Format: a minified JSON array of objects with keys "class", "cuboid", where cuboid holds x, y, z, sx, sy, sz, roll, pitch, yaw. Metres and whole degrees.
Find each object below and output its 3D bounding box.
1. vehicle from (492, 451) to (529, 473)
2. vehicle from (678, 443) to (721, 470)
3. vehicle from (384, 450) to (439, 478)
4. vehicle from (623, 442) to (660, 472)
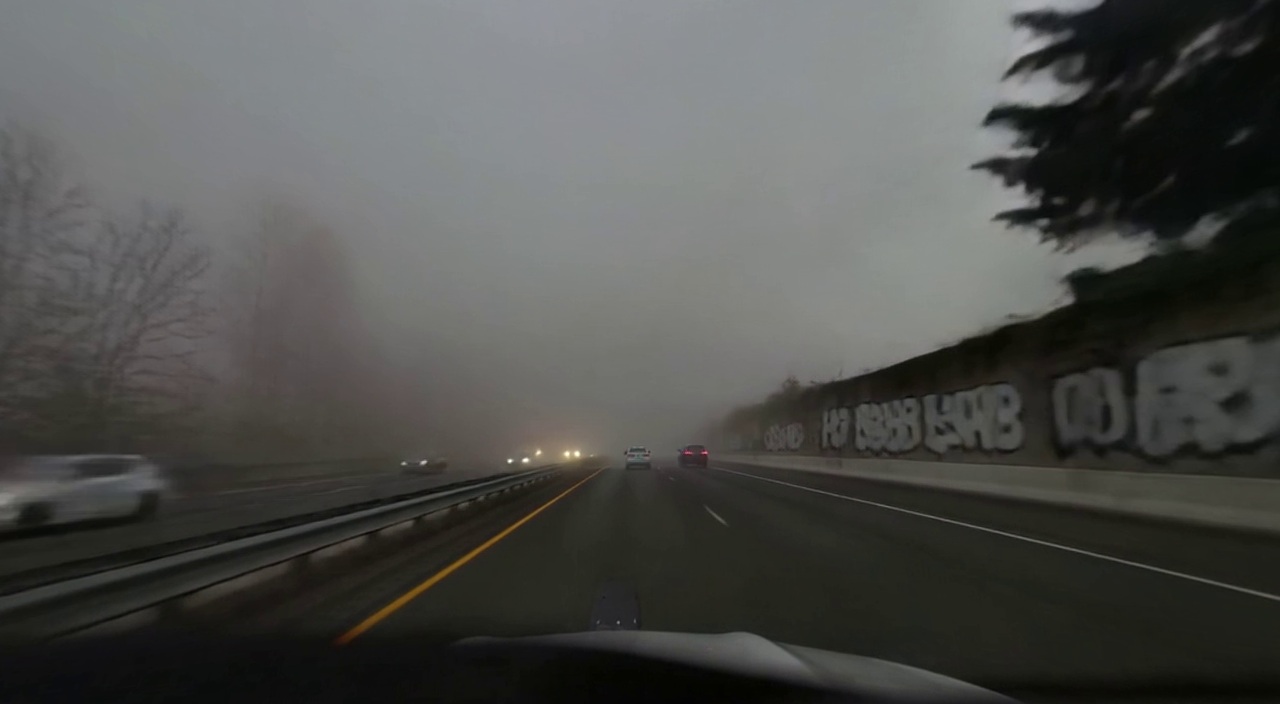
[{"class":"vehicle","cuboid":[-9.448,8.017,45.948,1.843,1.494,4.347,0,-9,-1]},{"class":"vehicle","cuboid":[3.725,6.670,40.125,2.303,1.614,4.154,-1,-9,0]},{"class":"vehicle","cuboid":[-13.951,6.842,38.503,1.871,1.567,4.052,-1,-9,0]},{"class":"vehicle","cuboid":[0.079,6.358,38.160,2.095,1.671,4.219,0,-9,-1]}]
